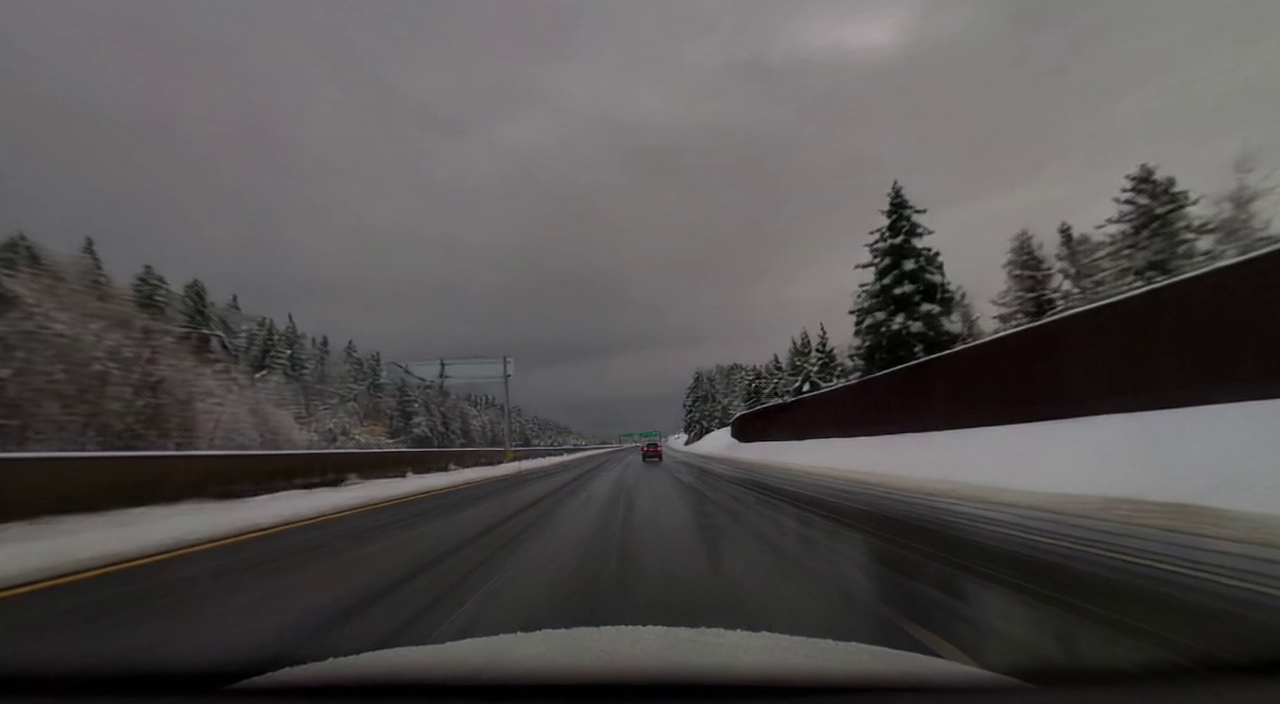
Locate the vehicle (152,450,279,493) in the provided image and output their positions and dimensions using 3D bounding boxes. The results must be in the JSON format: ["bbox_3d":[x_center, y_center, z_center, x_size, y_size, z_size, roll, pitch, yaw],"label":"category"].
[{"bbox_3d":[-16.084,4.522,24.192,1.966,1.477,4.125,0,-9,0],"label":"vehicle"}]
